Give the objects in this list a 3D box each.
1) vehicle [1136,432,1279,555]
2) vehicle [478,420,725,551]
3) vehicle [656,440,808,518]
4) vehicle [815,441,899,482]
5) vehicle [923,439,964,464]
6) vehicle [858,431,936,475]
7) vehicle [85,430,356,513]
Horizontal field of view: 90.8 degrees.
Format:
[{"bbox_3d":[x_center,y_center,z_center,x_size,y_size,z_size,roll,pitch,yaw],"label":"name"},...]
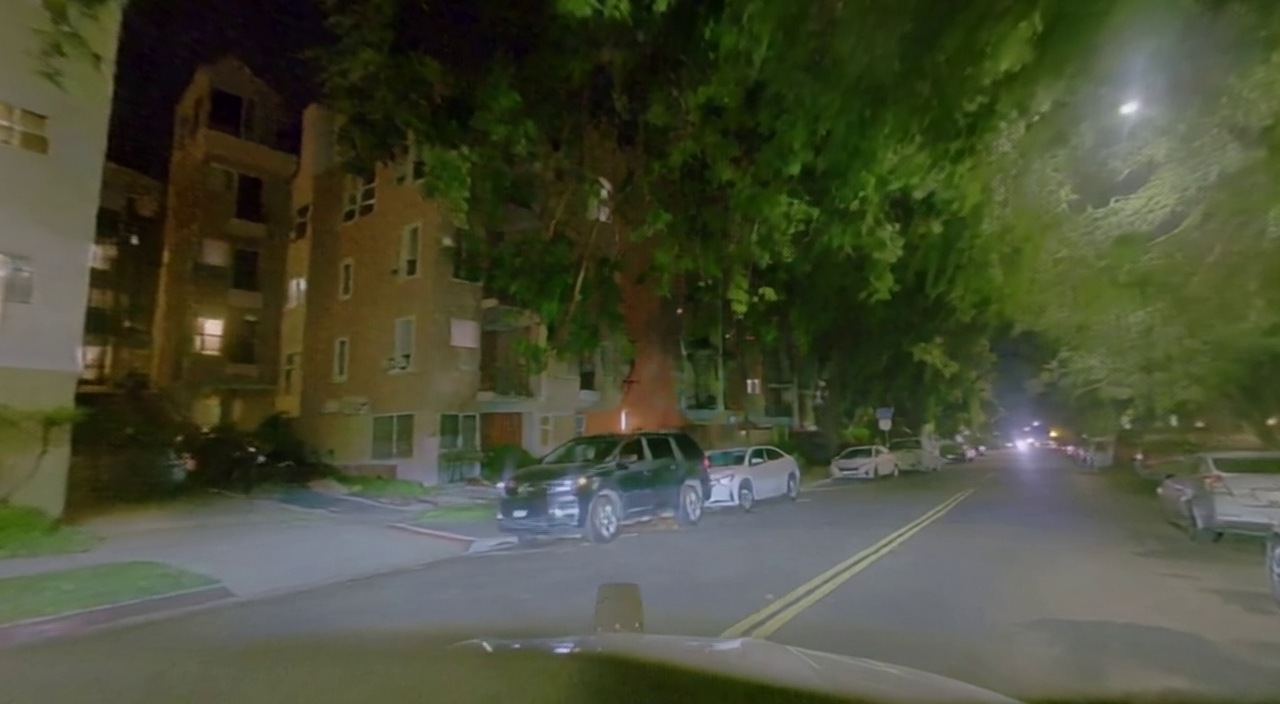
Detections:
[{"bbox_3d":[9.001,1.944,9.302,2.084,1.441,4.402,-5,-10,31],"label":"vehicle"},{"bbox_3d":[-0.396,2.166,11.008,1.946,1.744,4.584,-5,-10,32],"label":"vehicle"},{"bbox_3d":[2.384,2.906,15.174,1.902,1.478,4.696,-6,-9,30],"label":"vehicle"},{"bbox_3d":[8.649,4.270,24.947,1.921,1.463,4.313,-6,-10,35],"label":"vehicle"},{"bbox_3d":[20.229,6.581,41.999,1.939,1.513,4.401,-5,-10,31],"label":"vehicle"},{"bbox_3d":[12.366,4.752,30.158,2.229,1.869,5.791,-7,-10,33],"label":"vehicle"},{"bbox_3d":[-8.734,2.495,13.799,1.812,1.458,4.714,-3,-9,19],"label":"vehicle"}]
